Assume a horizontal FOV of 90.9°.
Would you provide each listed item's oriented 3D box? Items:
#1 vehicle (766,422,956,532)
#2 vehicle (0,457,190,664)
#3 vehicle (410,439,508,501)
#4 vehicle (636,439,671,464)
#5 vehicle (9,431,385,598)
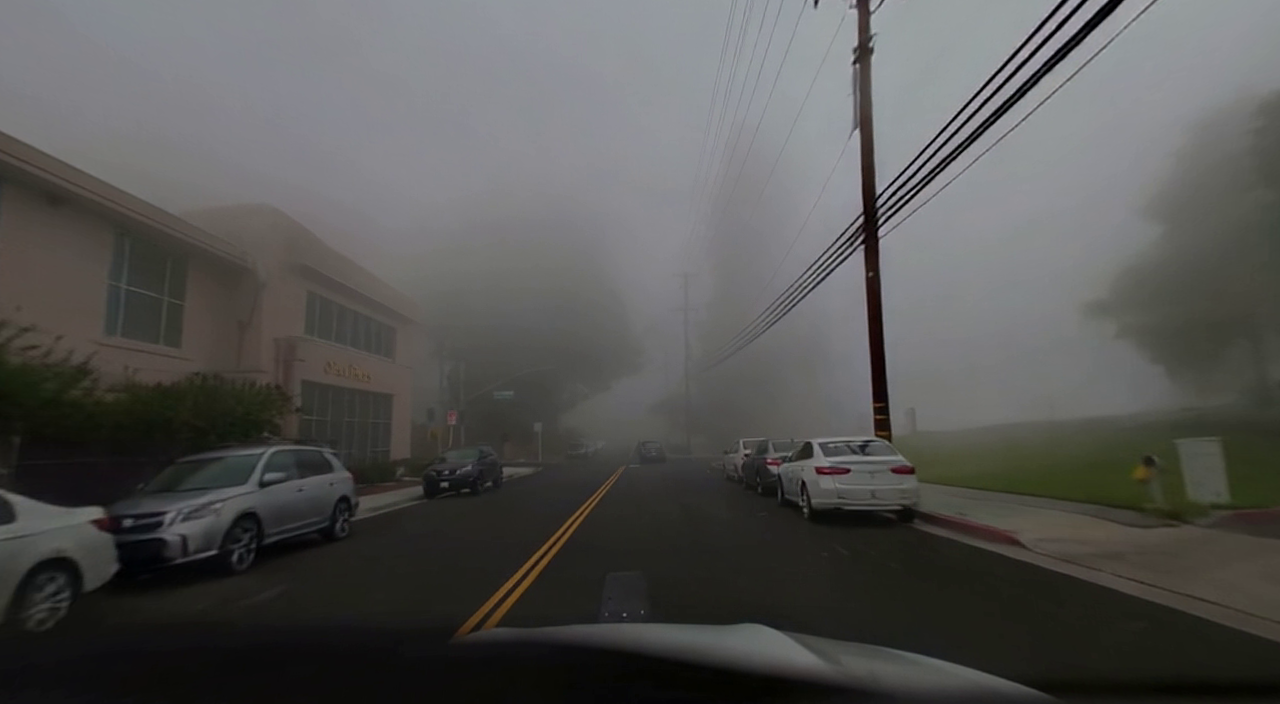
[{"bbox_3d":[3.732,2.204,11.766,1.948,1.607,4.873,-1,-8,2],"label":"vehicle"},{"bbox_3d":[-6.040,1.669,4.907,1.931,1.574,4.360,0,-8,-2],"label":"vehicle"},{"bbox_3d":[-6.023,3.962,21.714,2.126,1.864,4.831,0,-8,-2],"label":"vehicle"},{"bbox_3d":[0.812,6.438,41.018,2.125,1.524,4.404,0,-8,0],"label":"vehicle"},{"bbox_3d":[-6.183,2.270,9.986,2.007,1.876,5.361,-1,-8,1],"label":"vehicle"}]
